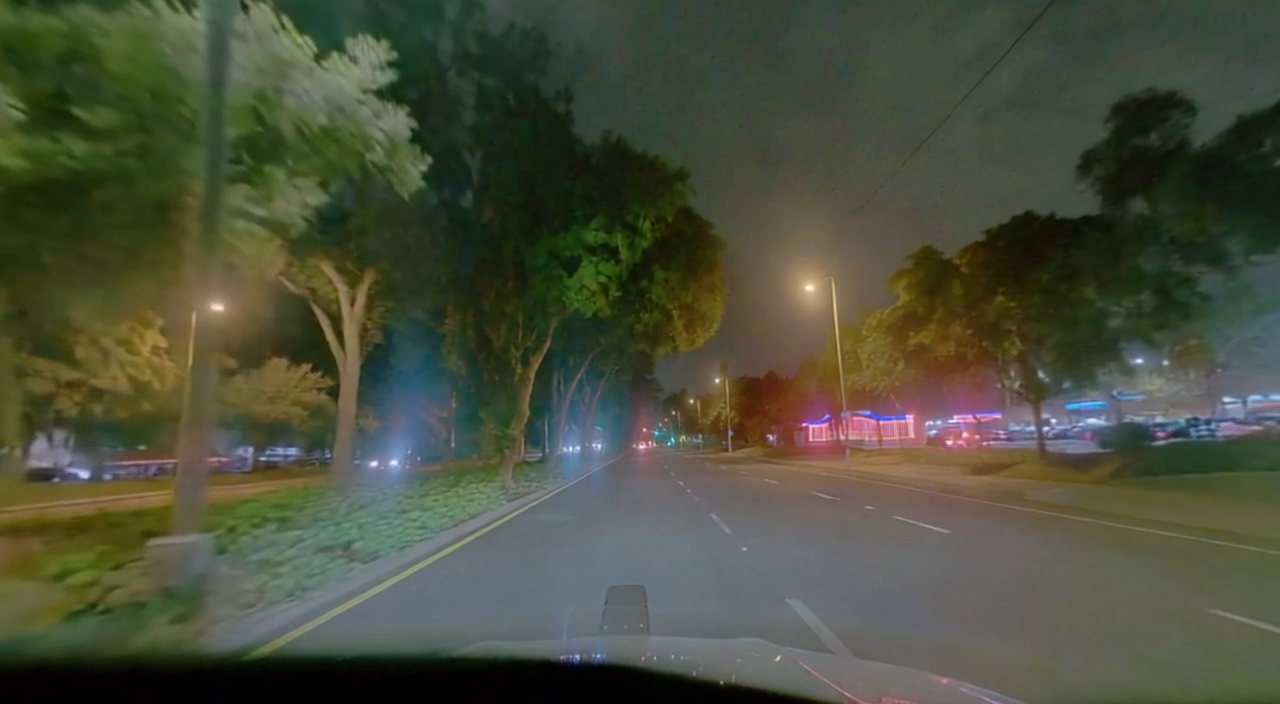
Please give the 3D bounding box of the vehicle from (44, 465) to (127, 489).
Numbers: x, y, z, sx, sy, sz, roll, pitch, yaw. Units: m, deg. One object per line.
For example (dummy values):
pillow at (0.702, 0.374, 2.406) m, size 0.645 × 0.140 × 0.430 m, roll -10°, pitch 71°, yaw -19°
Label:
vehicle at (-37.493, 8.440, 42.746) m, size 1.736 × 1.393 × 4.317 m, roll 0°, pitch -8°, yaw 0°

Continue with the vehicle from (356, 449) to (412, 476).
vehicle at (-16.255, 6.934, 39.874) m, size 2.129 × 1.494 × 5.184 m, roll 6°, pitch -10°, yaw -34°
